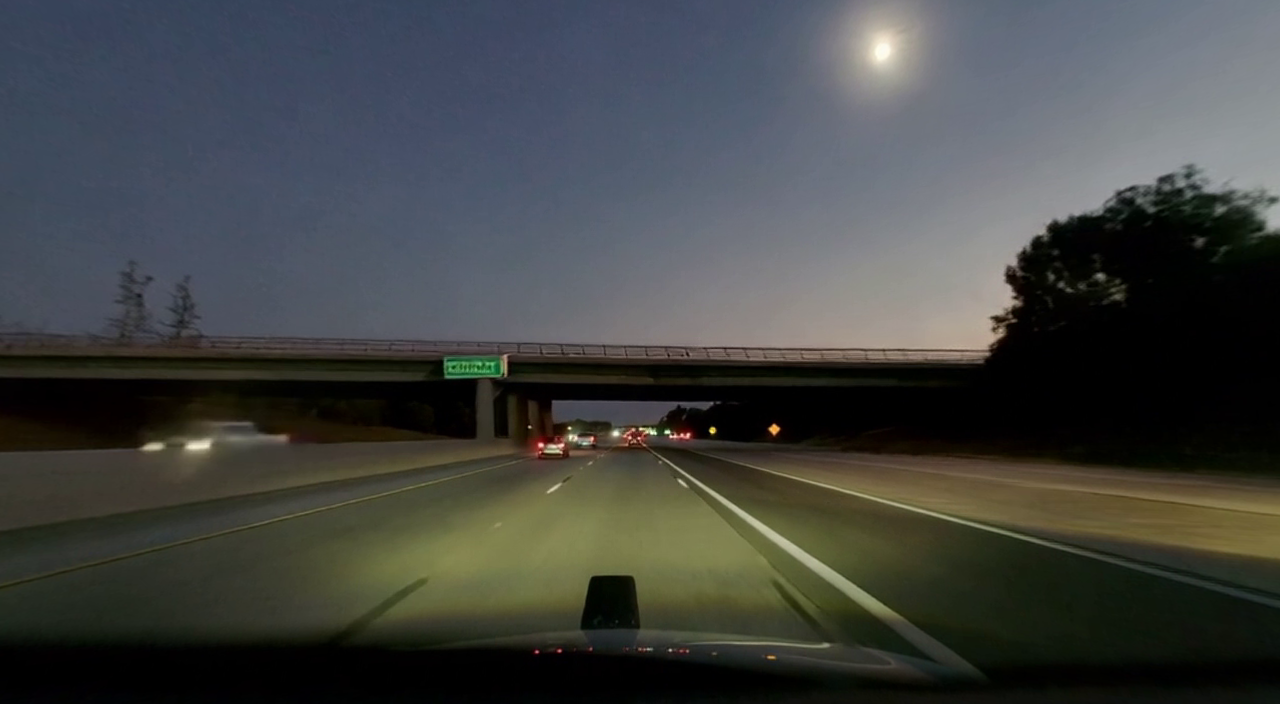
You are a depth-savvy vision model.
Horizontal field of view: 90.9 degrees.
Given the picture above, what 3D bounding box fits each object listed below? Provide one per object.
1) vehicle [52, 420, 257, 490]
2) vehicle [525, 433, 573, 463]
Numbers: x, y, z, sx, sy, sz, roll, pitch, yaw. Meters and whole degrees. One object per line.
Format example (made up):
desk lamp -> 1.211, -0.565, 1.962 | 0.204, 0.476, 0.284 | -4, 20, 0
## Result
vehicle -> -13.254, 2.817, 17.725 | 2.011, 1.687, 4.740 | 0, -8, -1
vehicle -> -4.774, 5.088, 33.588 | 1.933, 1.473, 4.023 | 0, -8, 0
